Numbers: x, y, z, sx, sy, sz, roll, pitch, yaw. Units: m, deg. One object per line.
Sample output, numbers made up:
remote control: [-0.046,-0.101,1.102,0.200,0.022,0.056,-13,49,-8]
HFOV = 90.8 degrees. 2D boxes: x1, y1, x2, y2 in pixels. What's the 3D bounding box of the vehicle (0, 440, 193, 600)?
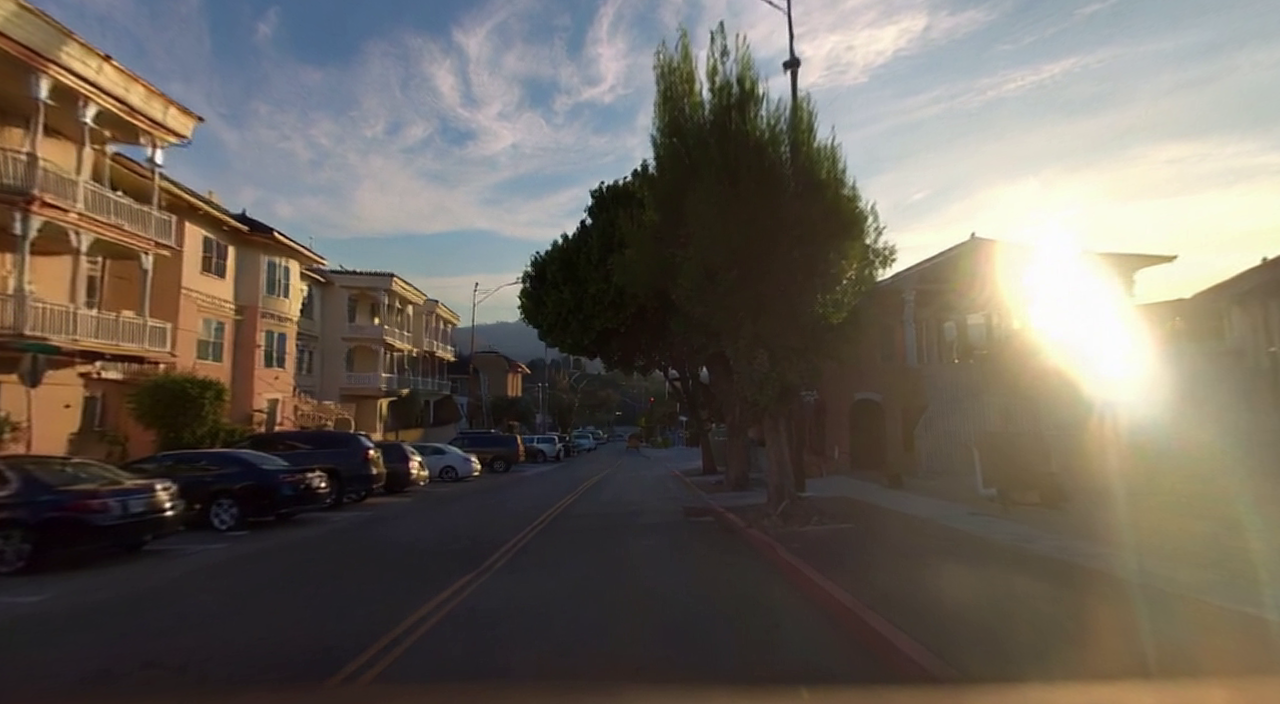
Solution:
vehicle: [-7.706,1.745,7.006,4.053,1.507,1.769,1,-9,-1]
